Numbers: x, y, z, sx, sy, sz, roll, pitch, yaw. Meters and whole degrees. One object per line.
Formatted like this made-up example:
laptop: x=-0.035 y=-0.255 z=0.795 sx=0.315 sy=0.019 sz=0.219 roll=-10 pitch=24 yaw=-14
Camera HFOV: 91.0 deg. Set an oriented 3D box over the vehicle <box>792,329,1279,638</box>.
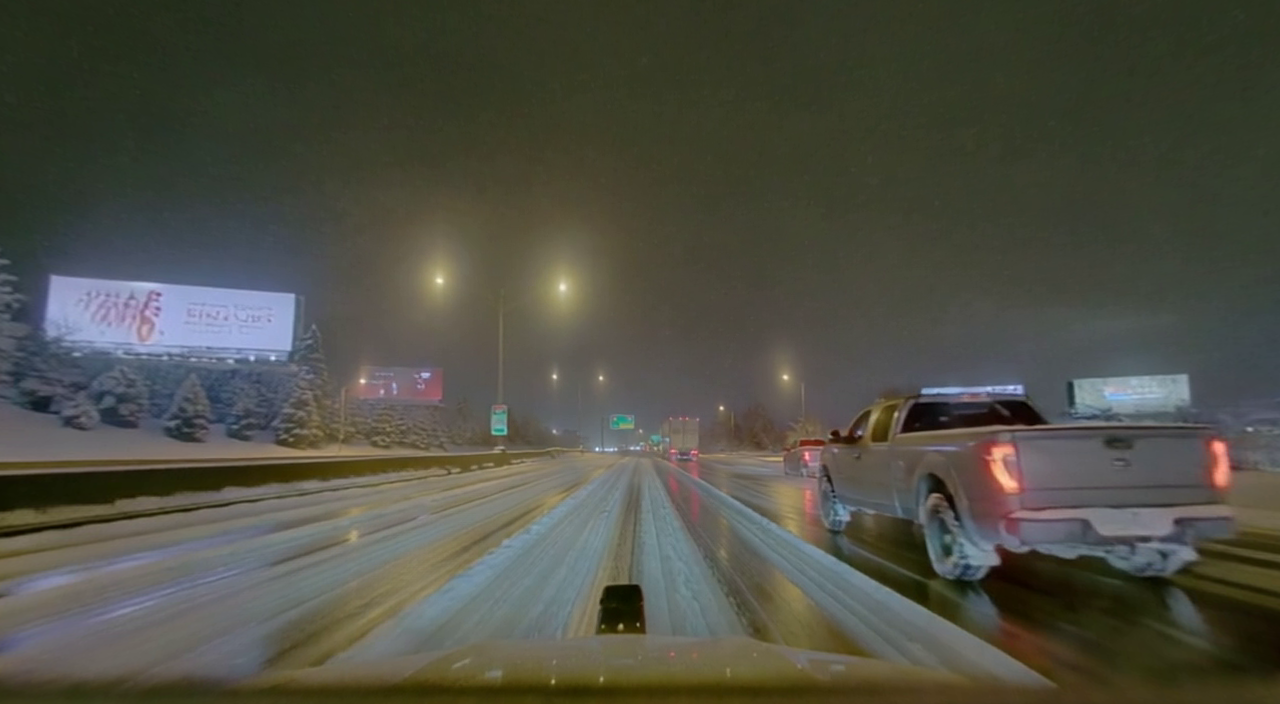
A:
vehicle: x=3.987 y=1.385 z=7.596 sx=2.740 sy=2.157 sz=6.300 roll=0 pitch=-9 yaw=0
